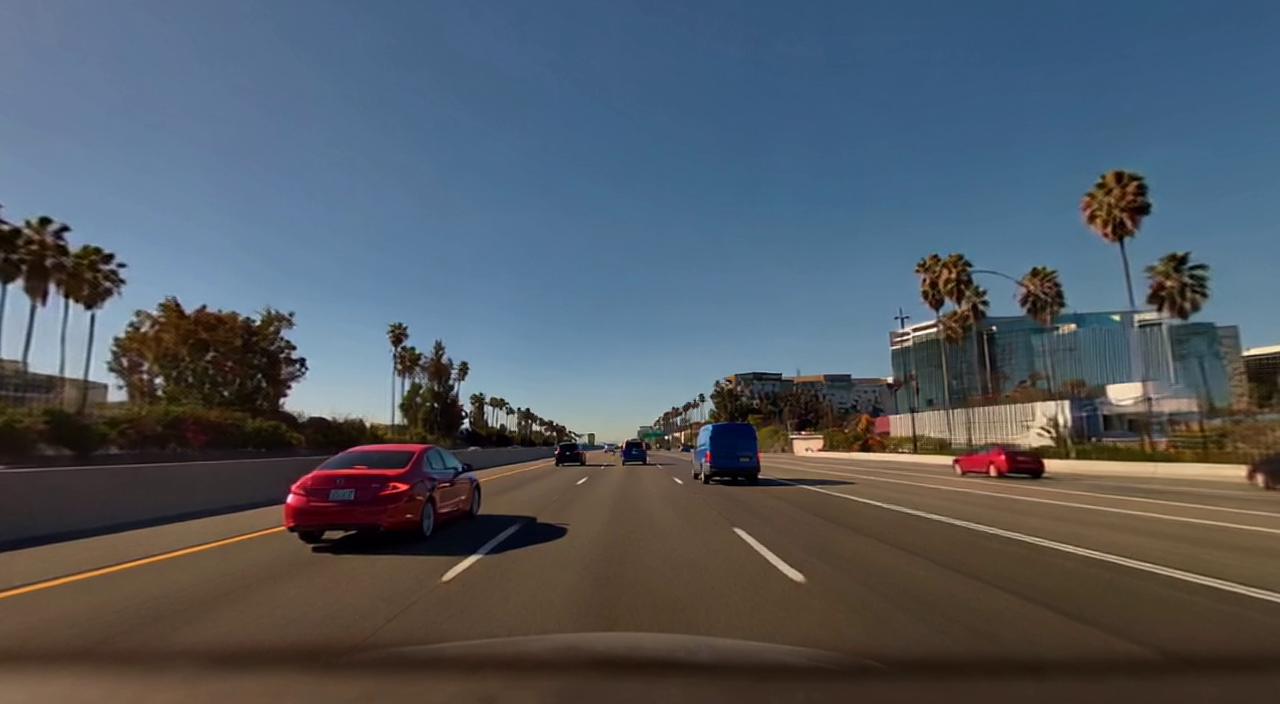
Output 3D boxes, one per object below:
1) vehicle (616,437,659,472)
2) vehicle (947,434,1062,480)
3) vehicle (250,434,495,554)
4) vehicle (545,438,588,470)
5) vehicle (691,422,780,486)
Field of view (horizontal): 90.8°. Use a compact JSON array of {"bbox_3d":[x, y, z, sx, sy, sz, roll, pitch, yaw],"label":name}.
[{"bbox_3d":[-0.177,5.552,34.276,2.212,1.786,4.198,0,-9,-1],"label":"vehicle"},{"bbox_3d":[15.089,4.382,26.520,2.010,1.721,4.871,0,-9,2],"label":"vehicle"},{"bbox_3d":[-3.840,2.100,10.095,1.991,1.469,4.381,0,-9,0],"label":"vehicle"},{"bbox_3d":[-4.497,6.308,39.184,2.109,1.793,4.613,0,-9,0],"label":"vehicle"},{"bbox_3d":[3.377,3.799,23.770,2.250,2.074,5.723,0,-9,-2],"label":"vehicle"}]
